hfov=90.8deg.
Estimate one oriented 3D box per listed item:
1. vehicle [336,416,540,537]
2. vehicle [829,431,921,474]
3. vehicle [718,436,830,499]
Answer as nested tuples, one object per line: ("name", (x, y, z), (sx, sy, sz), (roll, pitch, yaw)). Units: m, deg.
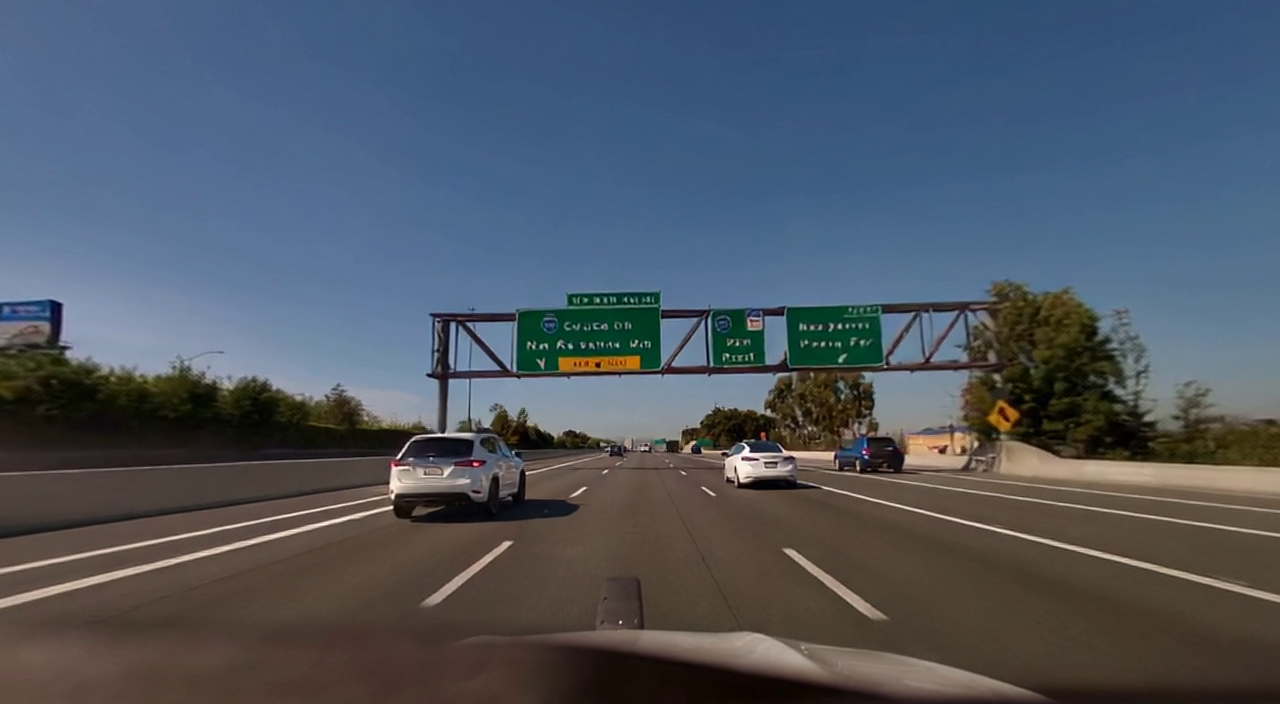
("vehicle", (-3.301, 2.158, 11.511), (2.193, 1.746, 4.512), (0, -9, 0))
("vehicle", (11.183, 4.868, 30.609), (2.223, 1.865, 5.704), (0, -9, -1))
("vehicle", (3.667, 3.279, 18.342), (2.107, 1.550, 4.949), (0, -9, -1))
